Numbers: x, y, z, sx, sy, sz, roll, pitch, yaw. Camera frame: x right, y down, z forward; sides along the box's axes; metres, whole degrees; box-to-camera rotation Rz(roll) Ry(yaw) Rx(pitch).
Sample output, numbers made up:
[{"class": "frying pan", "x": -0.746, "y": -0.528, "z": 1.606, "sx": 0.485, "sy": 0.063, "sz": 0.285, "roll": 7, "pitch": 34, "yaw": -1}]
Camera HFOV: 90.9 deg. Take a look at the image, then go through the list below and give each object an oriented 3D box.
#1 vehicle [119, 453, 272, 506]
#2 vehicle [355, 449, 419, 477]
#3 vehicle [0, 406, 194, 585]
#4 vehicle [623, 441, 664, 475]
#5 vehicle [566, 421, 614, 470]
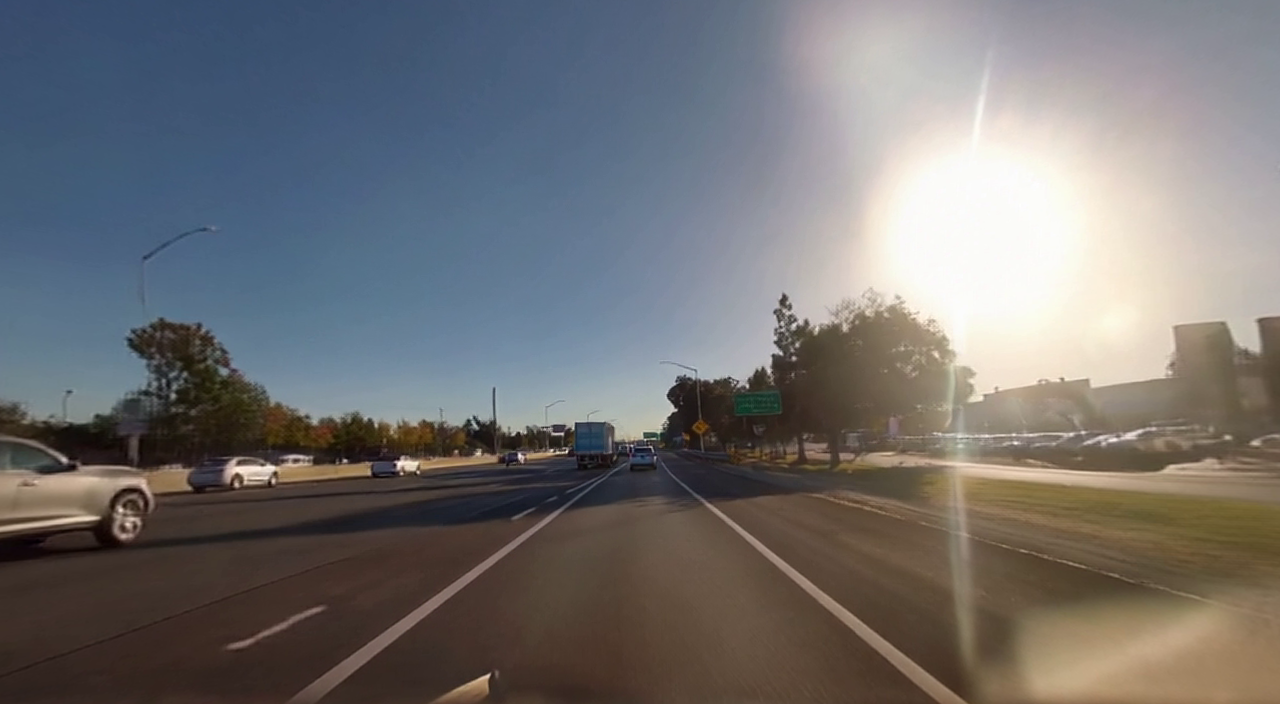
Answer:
[{"class": "vehicle", "x": -14.490, "y": 4.136, "z": 20.919, "sx": 1.805, "sy": 1.508, "sz": 4.331, "roll": 0, "pitch": -8, "yaw": 2}, {"class": "vehicle", "x": -17.073, "y": 7.493, "z": 42.833, "sx": 2.076, "sy": 1.709, "sz": 4.893, "roll": -1, "pitch": -8, "yaw": 3}, {"class": "vehicle", "x": -7.952, "y": 1.589, "z": 7.061, "sx": 2.165, "sy": 1.903, "sz": 4.917, "roll": 0, "pitch": -8, "yaw": 2}, {"class": "vehicle", "x": 0.219, "y": 6.025, "z": 36.064, "sx": 2.227, "sy": 1.794, "sz": 4.646, "roll": 0, "pitch": -8, "yaw": 1}, {"class": "vehicle", "x": -3.701, "y": 7.213, "z": 48.866, "sx": 2.796, "sy": 3.426, "sz": 8.553, "roll": 0, "pitch": -8, "yaw": 1}]
